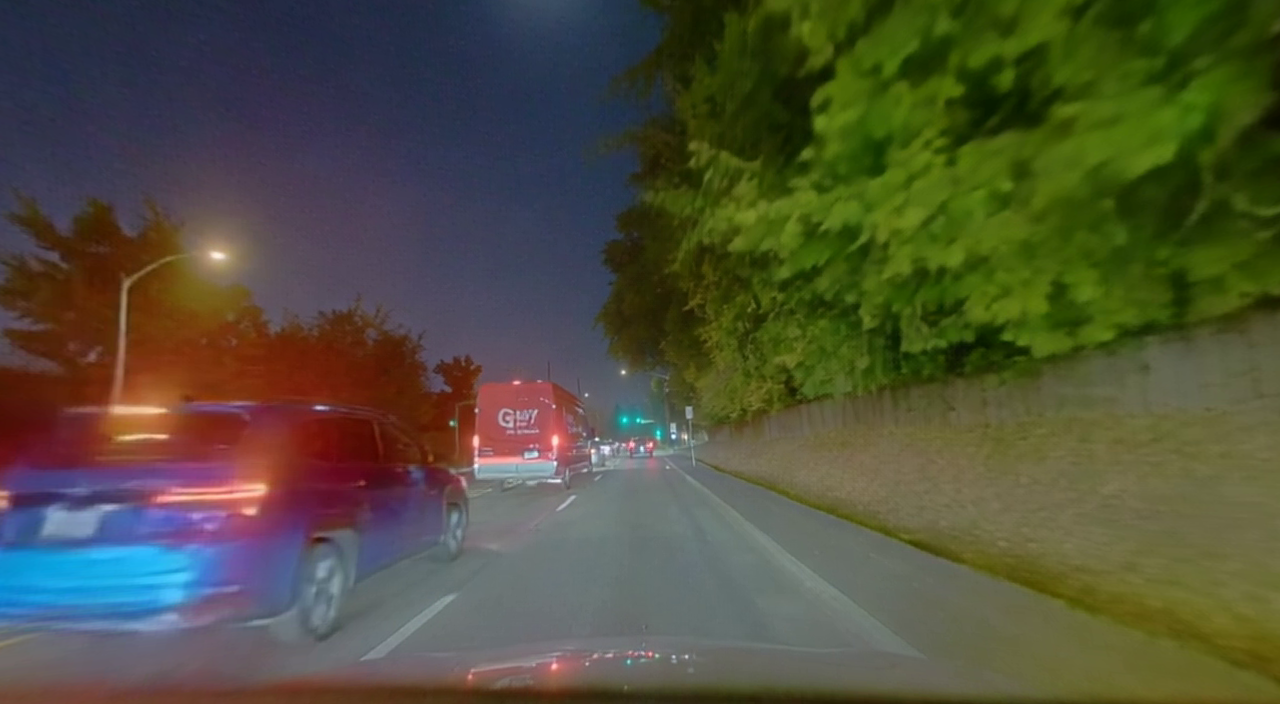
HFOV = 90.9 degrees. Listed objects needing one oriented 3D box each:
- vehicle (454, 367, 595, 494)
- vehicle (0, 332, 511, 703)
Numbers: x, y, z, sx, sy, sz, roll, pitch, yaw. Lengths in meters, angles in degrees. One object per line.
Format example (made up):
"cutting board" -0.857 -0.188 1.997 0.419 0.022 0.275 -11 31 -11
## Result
"vehicle" -3.245 2.630 20.559 2.818 3.181 9.114 0 -8 0
"vehicle" -2.855 1.215 5.447 2.187 1.821 5.501 -1 -8 2
